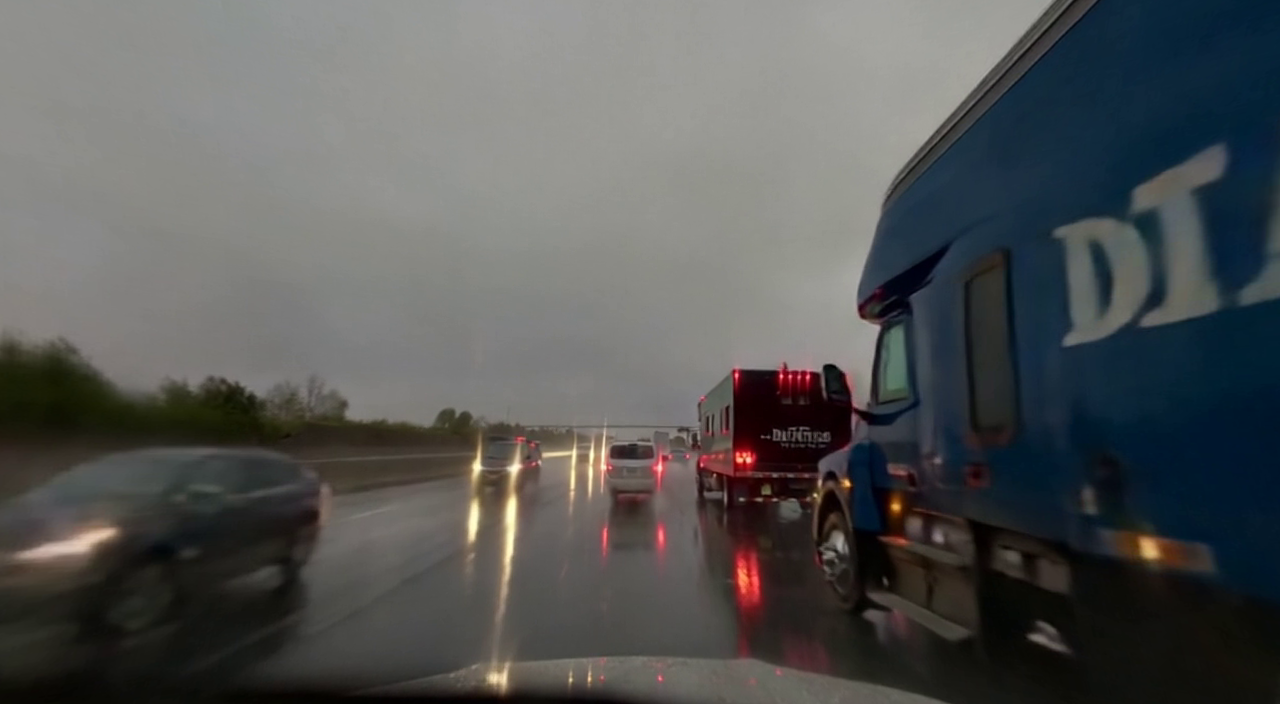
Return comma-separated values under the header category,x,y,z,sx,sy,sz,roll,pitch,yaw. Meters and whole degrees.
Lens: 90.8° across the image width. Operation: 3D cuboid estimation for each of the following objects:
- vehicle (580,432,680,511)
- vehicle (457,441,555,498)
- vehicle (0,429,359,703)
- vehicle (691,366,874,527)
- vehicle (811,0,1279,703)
category,x,y,z,sx,sy,sz,roll,pitch,yaw
vehicle,-0.242,2.964,16.071,2.201,1.719,4.058,0,-9,-1
vehicle,-4.096,3.692,20.191,2.023,1.576,4.784,0,-9,1
vehicle,-3.608,1.223,3.749,1.930,1.431,4.156,0,-9,0
vehicle,2.888,2.266,15.253,2.533,2.942,7.280,0,-9,-1
vehicle,3.188,-0.179,1.646,2.936,3.787,8.670,0,-9,0
